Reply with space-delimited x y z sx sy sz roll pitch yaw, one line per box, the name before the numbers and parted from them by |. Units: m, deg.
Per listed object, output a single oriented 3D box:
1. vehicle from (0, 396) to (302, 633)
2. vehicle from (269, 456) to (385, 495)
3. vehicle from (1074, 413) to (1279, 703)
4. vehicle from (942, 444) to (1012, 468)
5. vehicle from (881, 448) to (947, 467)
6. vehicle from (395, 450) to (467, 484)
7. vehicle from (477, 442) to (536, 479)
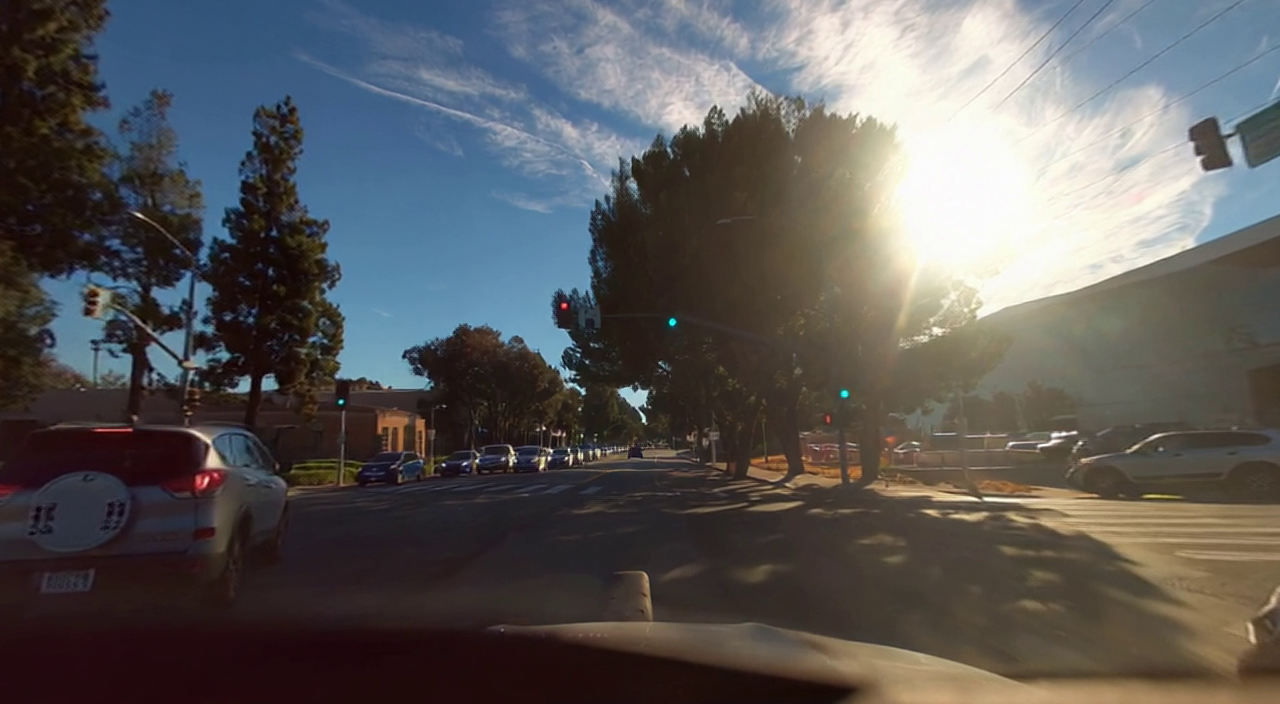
vehicle | -5.378 1.570 7.141 2.000 1.789 4.638 3 -9 -20
vehicle | -13.654 5.388 27.881 2.011 1.480 4.747 -2 -9 12
vehicle | 3.568 0.849 1.516 1.966 1.490 4.429 0 -8 2
vehicle | 21.485 6.628 40.212 3.576 1.425 1.702 2 -8 -11
vehicle | 20.551 7.929 47.365 4.120 1.340 1.654 -1 -8 5
vehicle | -10.611 5.874 32.483 2.041 1.548 4.868 0 -8 0
vehicle | -7.144 5.825 34.236 2.081 1.818 4.782 0 -8 1
